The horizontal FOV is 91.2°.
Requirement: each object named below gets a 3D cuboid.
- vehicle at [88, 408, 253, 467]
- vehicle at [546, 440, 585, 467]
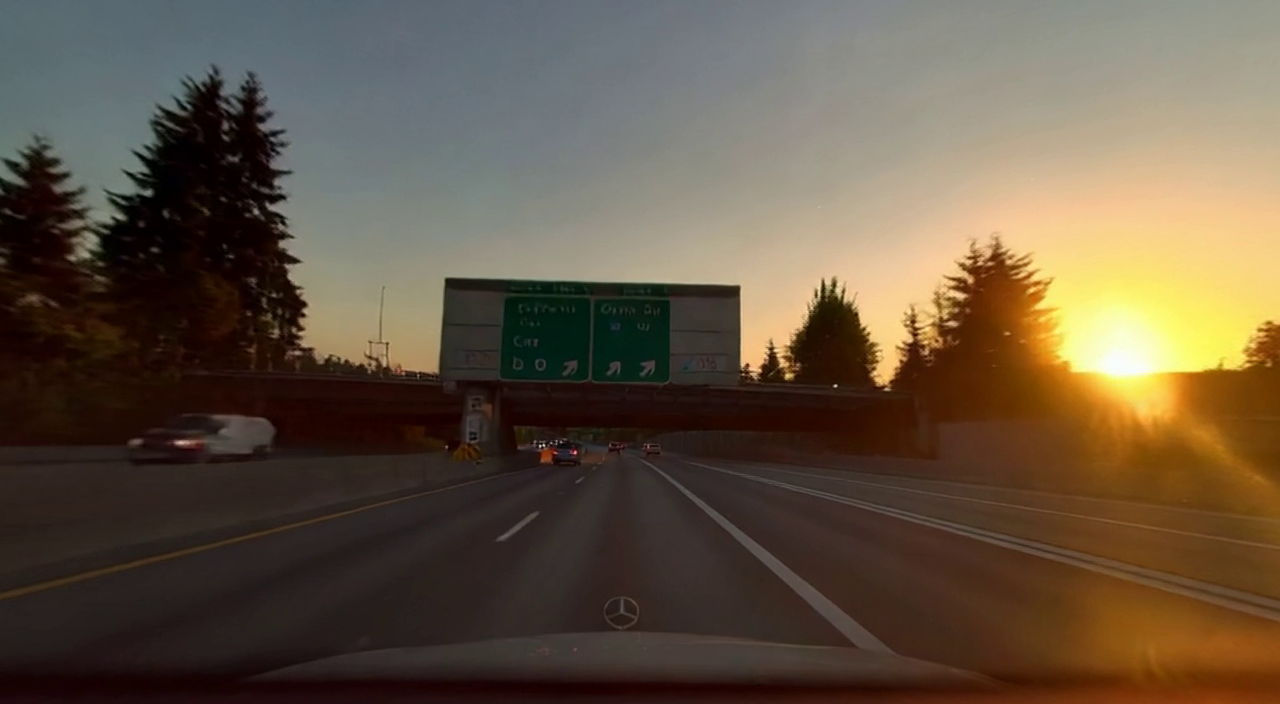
[{"bbox_3d":[-16.969,3.188,23.119,2.070,1.906,5.188,0,-9,-1],"label":"vehicle"},{"bbox_3d":[-4.654,6.402,39.742,2.071,1.615,3.868,0,-9,-1],"label":"vehicle"}]
